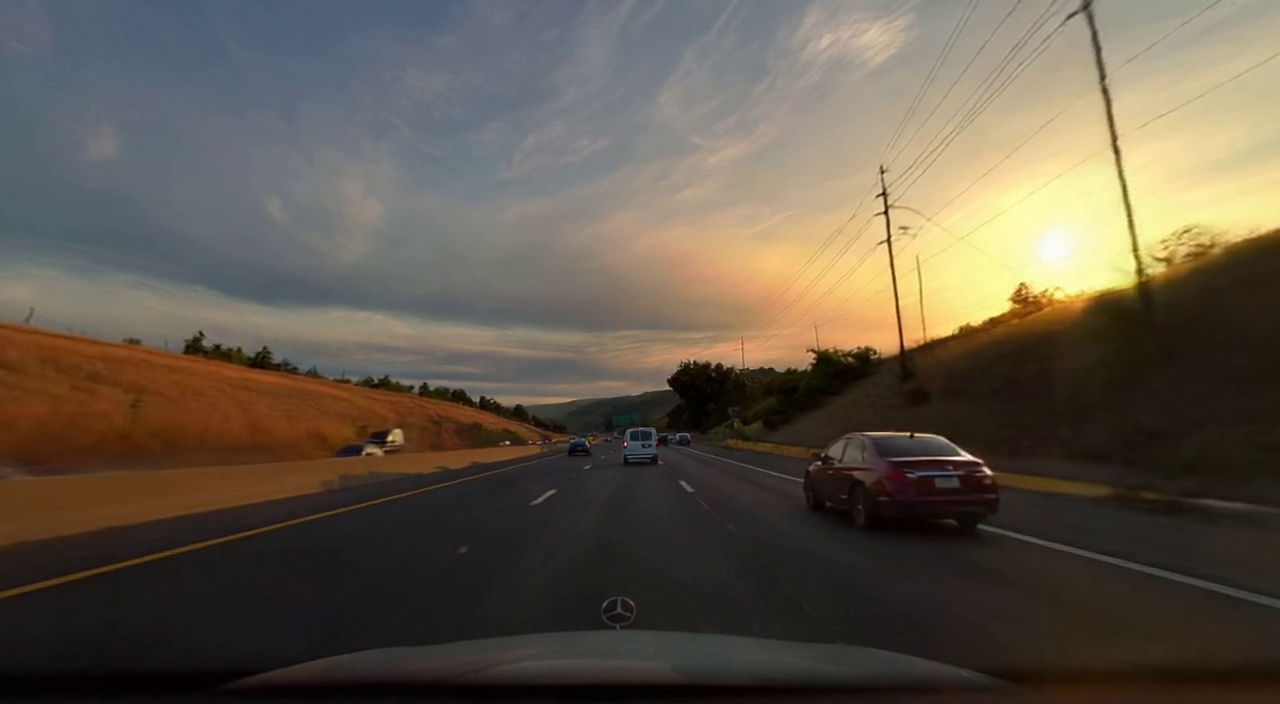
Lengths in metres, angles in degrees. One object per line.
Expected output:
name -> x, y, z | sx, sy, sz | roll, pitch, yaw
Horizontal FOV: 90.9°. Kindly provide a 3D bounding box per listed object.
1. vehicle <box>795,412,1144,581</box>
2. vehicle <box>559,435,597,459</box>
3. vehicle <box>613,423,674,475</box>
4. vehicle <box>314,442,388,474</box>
vehicle -> 3.663, 1.657, 8.277 | 1.923, 1.562, 4.691 | 0, -8, -2
vehicle -> -4.100, 6.301, 42.219 | 2.093, 1.517, 4.648 | 0, -8, 0
vehicle -> 0.089, 3.730, 24.498 | 2.159, 1.811, 4.238 | 0, -8, -1
vehicle -> -16.404, 5.990, 36.030 | 2.024, 1.638, 4.554 | 0, -8, 0
